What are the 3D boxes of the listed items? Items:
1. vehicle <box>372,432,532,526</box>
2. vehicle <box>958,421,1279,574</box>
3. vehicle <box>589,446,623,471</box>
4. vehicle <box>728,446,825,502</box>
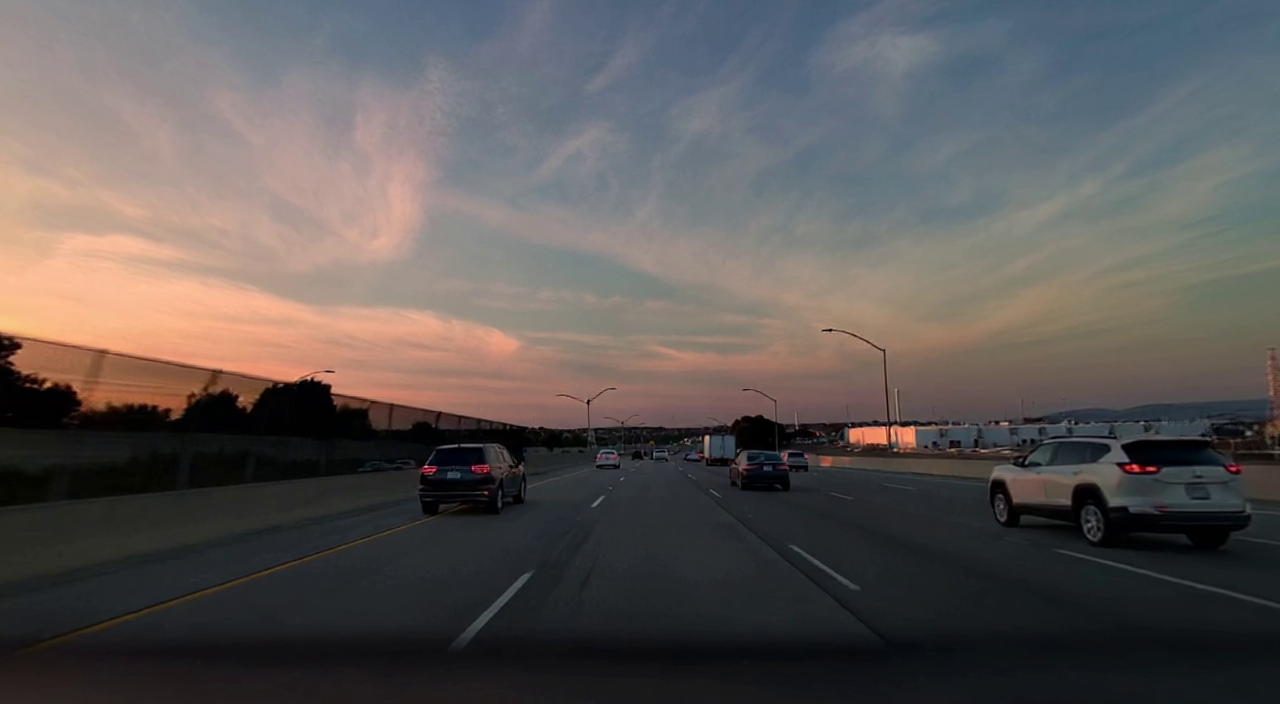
[{"bbox_3d":[-3.766,2.608,13.533,2.036,1.669,4.112,-1,-8,2],"label":"vehicle"},{"bbox_3d":[7.386,2.050,9.886,2.145,1.743,5.058,0,-8,0],"label":"vehicle"},{"bbox_3d":[-2.530,7.951,47.504,2.108,1.748,4.514,-1,-8,3],"label":"vehicle"},{"bbox_3d":[3.927,3.564,18.917,1.942,1.453,4.329,0,-8,0],"label":"vehicle"}]
